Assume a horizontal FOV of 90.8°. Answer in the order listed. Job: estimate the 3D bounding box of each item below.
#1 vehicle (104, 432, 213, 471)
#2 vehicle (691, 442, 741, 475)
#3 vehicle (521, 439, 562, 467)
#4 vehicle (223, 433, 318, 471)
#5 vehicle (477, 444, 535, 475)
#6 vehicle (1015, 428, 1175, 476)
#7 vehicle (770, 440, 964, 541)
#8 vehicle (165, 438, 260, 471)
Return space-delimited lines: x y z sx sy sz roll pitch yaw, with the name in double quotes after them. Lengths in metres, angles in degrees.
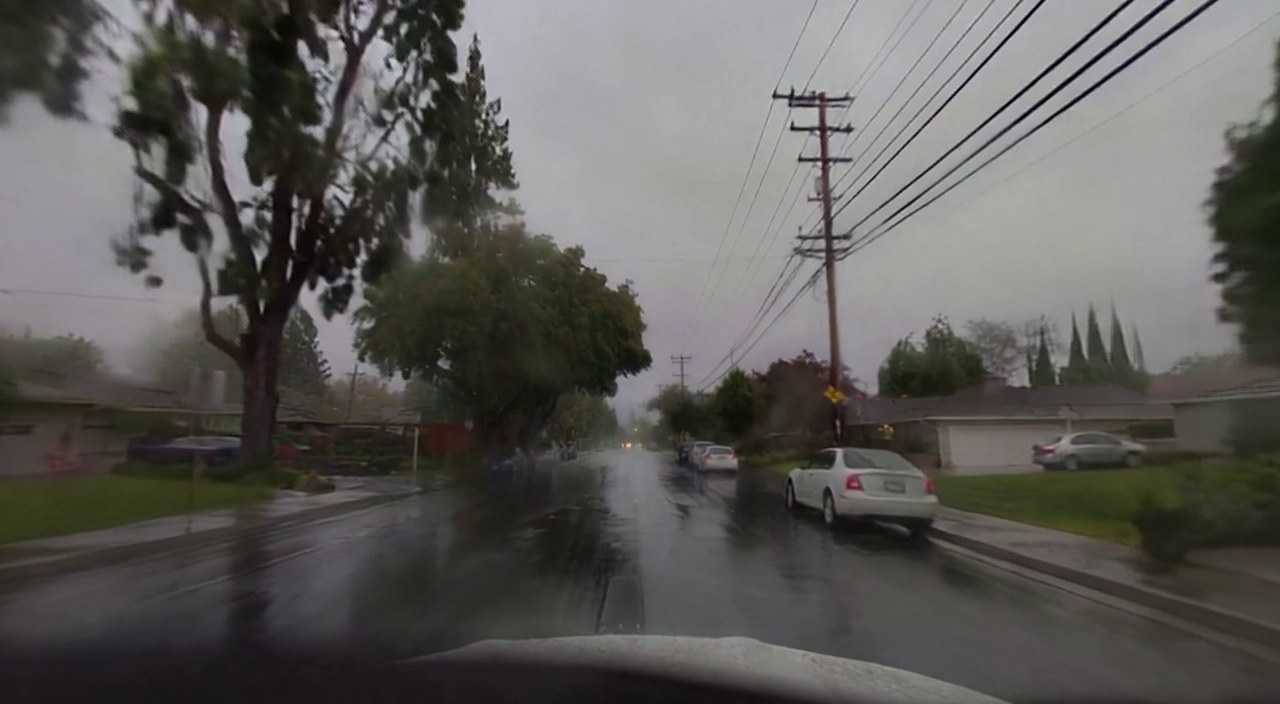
-23.271 4.817 30.745 1.879 1.761 4.199 0 -9 1 "vehicle"
3.499 5.023 29.940 1.763 1.432 4.323 0 -9 -1 "vehicle"
-6.556 6.794 42.604 2.031 1.799 4.587 0 -9 0 "vehicle"
-18.001 4.900 31.070 1.925 1.750 4.489 0 -9 1 "vehicle"
-6.643 5.377 31.838 2.031 1.454 4.410 0 -9 -1 "vehicle"
16.683 3.690 23.341 4.355 1.674 1.914 0 -9 0 "vehicle"
3.731 2.325 11.272 1.782 1.439 4.037 1 -9 -3 "vehicle"
-20.398 4.903 30.363 1.791 1.500 3.846 0 -9 1 "vehicle"
